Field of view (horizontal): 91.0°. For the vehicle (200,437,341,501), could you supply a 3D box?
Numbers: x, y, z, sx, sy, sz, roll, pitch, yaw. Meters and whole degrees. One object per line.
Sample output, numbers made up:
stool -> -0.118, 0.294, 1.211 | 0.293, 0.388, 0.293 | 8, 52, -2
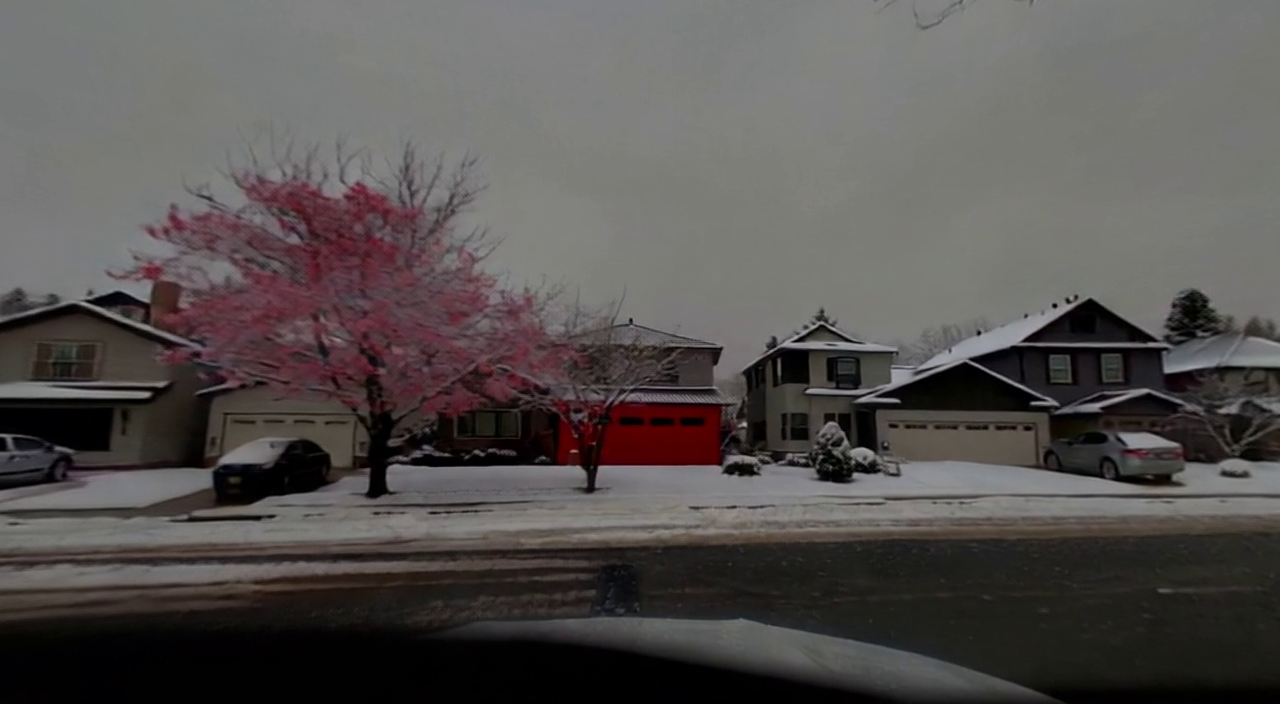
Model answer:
vehicle -> -9.950, 3.152, 17.424 | 1.968, 1.491, 4.486 | 1, -9, -12
